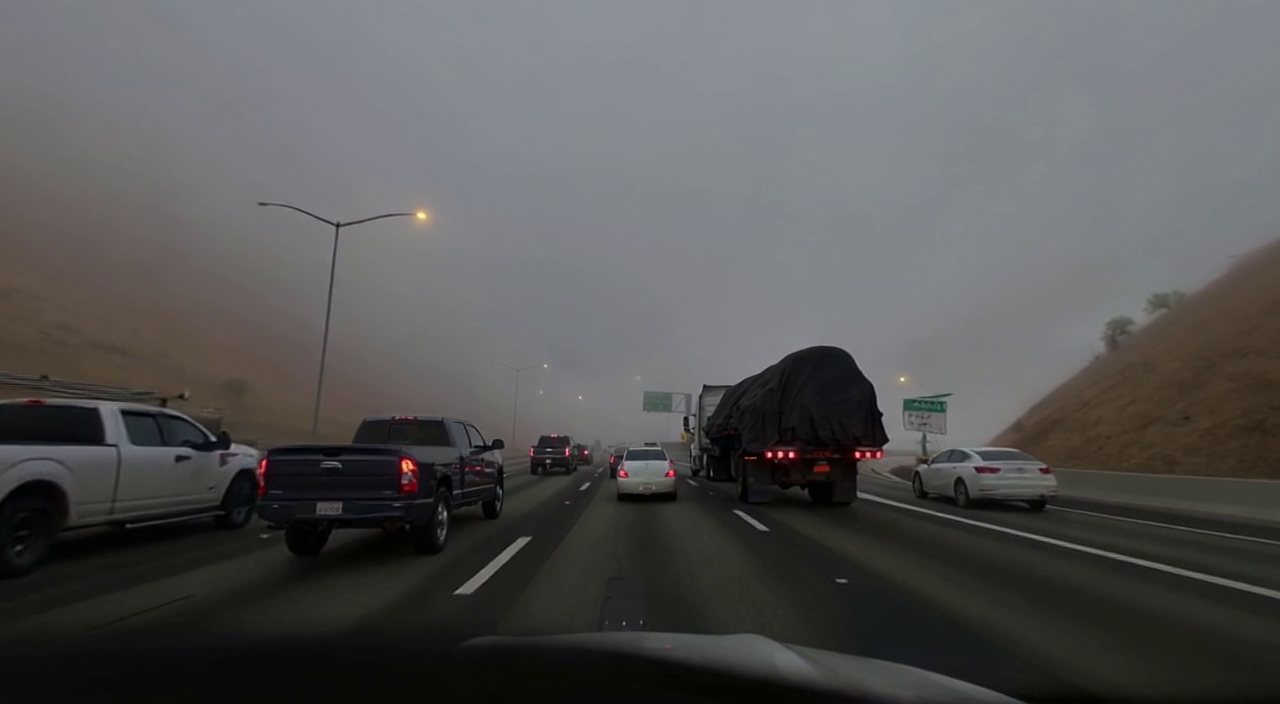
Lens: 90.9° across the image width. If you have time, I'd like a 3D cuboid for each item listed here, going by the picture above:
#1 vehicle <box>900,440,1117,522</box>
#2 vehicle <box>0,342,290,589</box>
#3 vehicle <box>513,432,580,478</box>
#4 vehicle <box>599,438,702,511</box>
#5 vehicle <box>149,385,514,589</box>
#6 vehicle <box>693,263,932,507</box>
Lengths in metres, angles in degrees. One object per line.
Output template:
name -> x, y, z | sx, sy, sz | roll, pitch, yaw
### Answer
vehicle -> 7.726, 2.705, 13.856 | 2.092, 1.495, 4.194 | 0, -8, -3
vehicle -> -7.607, 1.248, 7.173 | 3.150, 2.303, 7.133 | 0, -8, 0
vehicle -> -3.973, 4.491, 27.791 | 2.348, 1.821, 5.061 | 0, -8, -2
vehicle -> 0.159, 2.797, 14.928 | 2.105, 1.471, 3.978 | 0, -8, -2
vehicle -> -3.427, 1.647, 8.668 | 2.318, 1.902, 5.374 | 0, -8, 0
vehicle -> 3.293, 1.297, 15.944 | 2.759, 4.098, 10.906 | 0, -8, -1
